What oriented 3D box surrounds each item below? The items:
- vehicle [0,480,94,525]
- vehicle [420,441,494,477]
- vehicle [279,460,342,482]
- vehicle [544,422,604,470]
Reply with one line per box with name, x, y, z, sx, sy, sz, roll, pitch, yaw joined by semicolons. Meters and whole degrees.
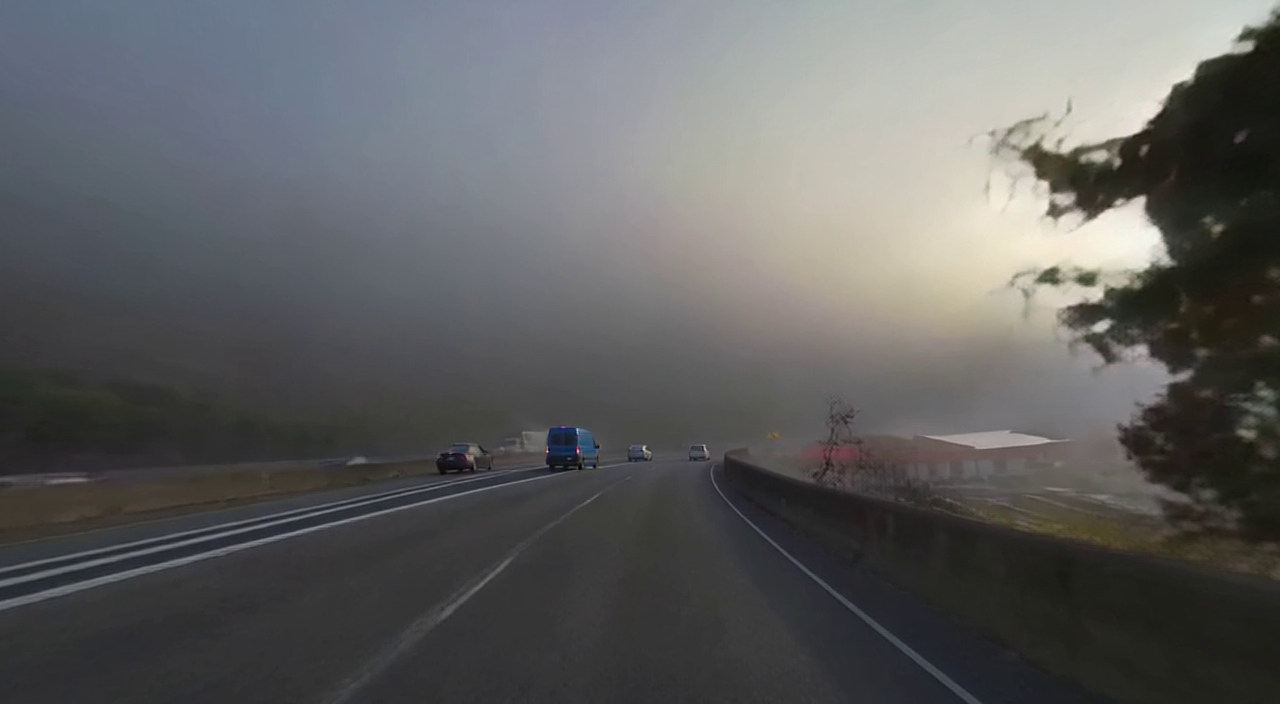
vehicle;-23.776;5.763;24.414;1.714;1.400;3.848;-1;-9;3
vehicle;-8.507;5.006;29.738;1.821;1.524;4.342;-1;-9;6
vehicle;-25.101;9.074;48.332;1.827;1.473;4.801;-1;-9;6
vehicle;-3.962;5.825;39.163;2.314;2.703;6.441;-1;-9;7
